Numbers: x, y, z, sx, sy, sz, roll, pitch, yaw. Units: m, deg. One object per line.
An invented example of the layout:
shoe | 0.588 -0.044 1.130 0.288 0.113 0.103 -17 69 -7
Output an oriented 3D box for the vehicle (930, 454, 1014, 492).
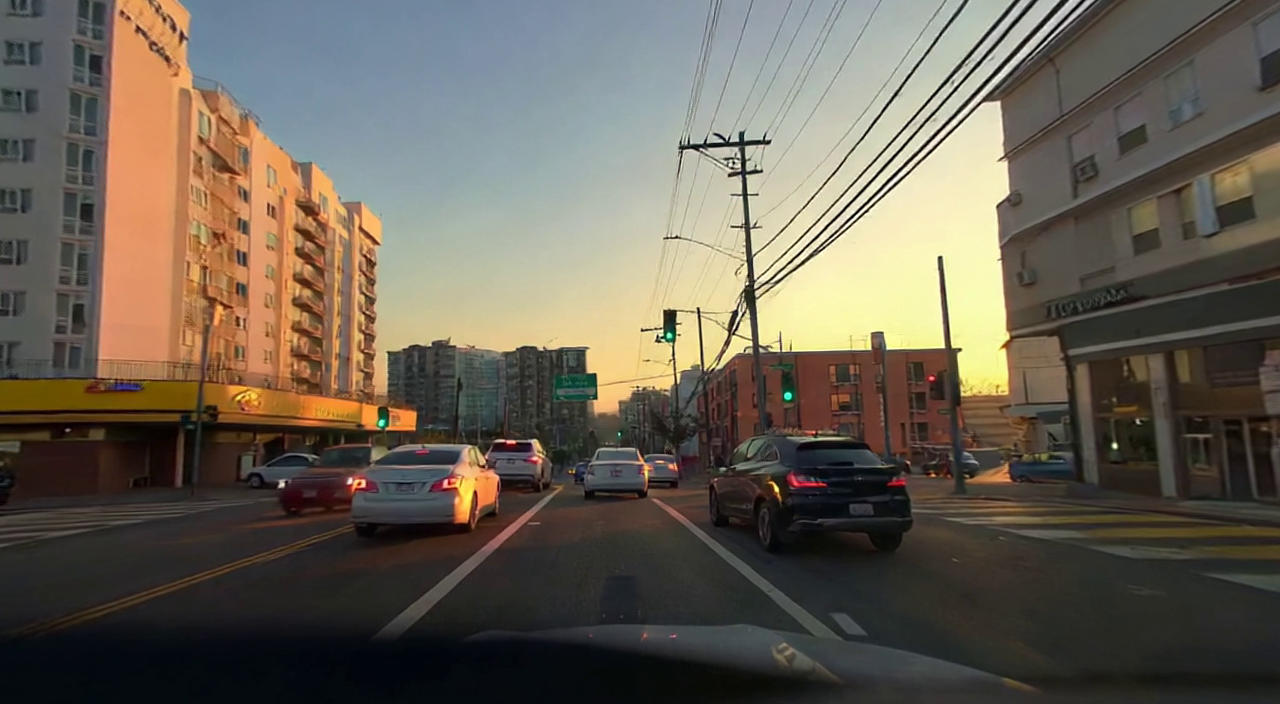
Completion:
vehicle | 14.773 5.379 28.429 1.959 1.482 4.664 -2 -9 11

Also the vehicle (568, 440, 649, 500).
vehicle | -0.862 3.244 17.794 1.999 1.487 3.939 0 -8 -2

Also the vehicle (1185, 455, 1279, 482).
vehicle | 35.345 6.817 37.204 4.573 1.474 2.080 0 -8 -3

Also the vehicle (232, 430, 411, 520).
vehicle | -7.064 2.749 14.656 2.069 1.735 4.240 0 -8 -3

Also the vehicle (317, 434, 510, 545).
vehicle | -3.492 2.162 10.710 1.932 1.458 4.330 0 -8 -4

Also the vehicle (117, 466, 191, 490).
vehicle | -31.135 8.079 40.481 4.380 1.372 1.760 -6 -10 23

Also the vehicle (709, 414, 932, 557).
vehicle | 2.364 1.875 9.572 1.945 1.647 4.160 0 -8 -3

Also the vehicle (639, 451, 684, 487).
vehicle | 1.068 6.208 33.830 1.953 1.687 4.094 0 -8 -4

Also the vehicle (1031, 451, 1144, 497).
vehicle | 20.238 5.493 28.813 1.878 1.680 4.244 -2 -7 -2
